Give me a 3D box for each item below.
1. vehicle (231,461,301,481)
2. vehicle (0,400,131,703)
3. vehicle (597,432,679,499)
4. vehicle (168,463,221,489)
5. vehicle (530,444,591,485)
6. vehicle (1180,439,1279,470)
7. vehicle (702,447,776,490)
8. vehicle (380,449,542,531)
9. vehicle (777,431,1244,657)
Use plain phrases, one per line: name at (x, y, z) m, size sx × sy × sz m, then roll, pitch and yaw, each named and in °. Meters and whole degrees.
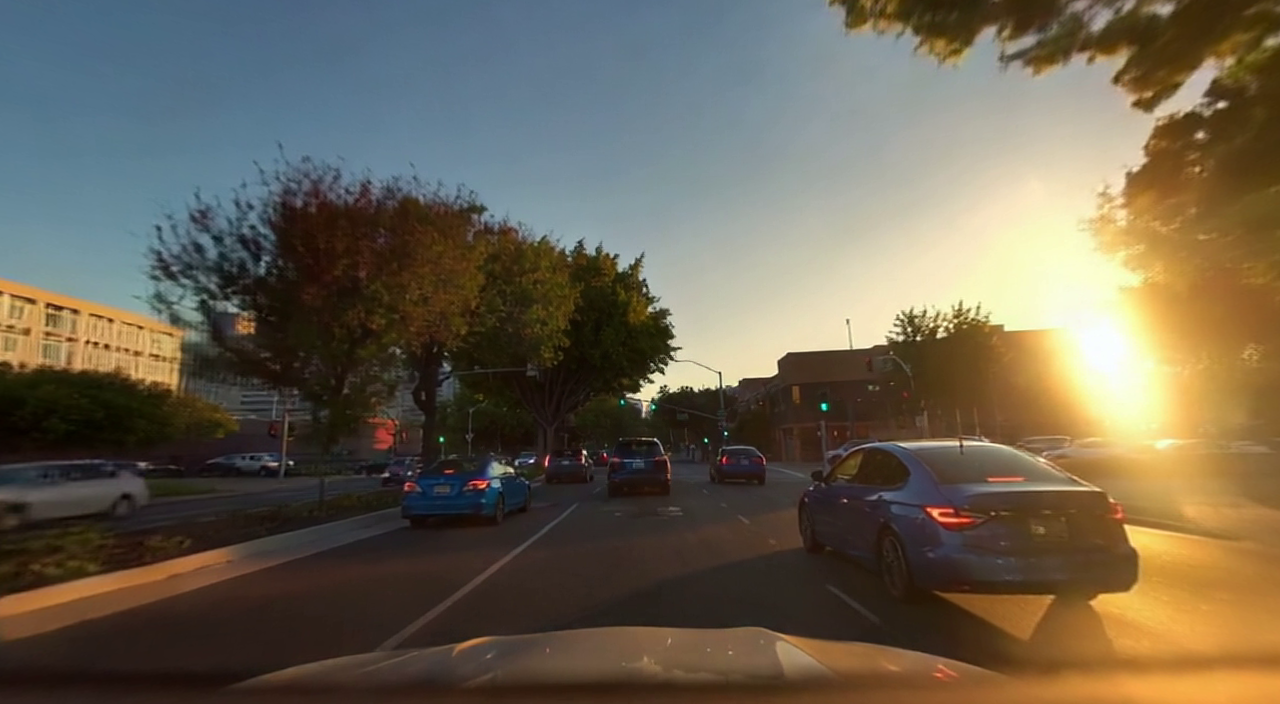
vehicle at (-29.600, 9.371, 49.888) m, size 4.488 × 1.445 × 2.098 m, roll -2°, pitch -9°, yaw 13°
vehicle at (-4.112, 0.781, 1.516) m, size 2.173 × 1.536 × 4.285 m, roll 0°, pitch -8°, yaw 0°
vehicle at (-0.055, 3.615, 20.515) m, size 2.361 × 1.898 × 4.465 m, roll 0°, pitch -8°, yaw 0°
vehicle at (-28.930, 8.002, 40.847) m, size 4.549 × 1.452 × 1.921 m, roll -8°, pitch -12°, yaw 44°
vehicle at (-3.464, 4.956, 28.137) m, size 2.130 × 1.645 × 3.995 m, roll 0°, pitch -8°, yaw 1°
vehicle at (33.423, 5.685, 35.092) m, size 4.534 × 1.680 × 2.002 m, roll -3°, pitch -9°, yaw 22°
vehicle at (3.600, 4.329, 23.828) m, size 2.058 × 1.472 × 4.317 m, roll 0°, pitch -8°, yaw -1°
vehicle at (-3.417, 2.696, 12.929) m, size 2.115 × 1.369 × 3.908 m, roll 0°, pitch -8°, yaw 1°
vehicle at (2.955, 1.611, 6.505) m, size 2.052 × 1.475 × 4.540 m, roll 0°, pitch -8°, yaw 0°
